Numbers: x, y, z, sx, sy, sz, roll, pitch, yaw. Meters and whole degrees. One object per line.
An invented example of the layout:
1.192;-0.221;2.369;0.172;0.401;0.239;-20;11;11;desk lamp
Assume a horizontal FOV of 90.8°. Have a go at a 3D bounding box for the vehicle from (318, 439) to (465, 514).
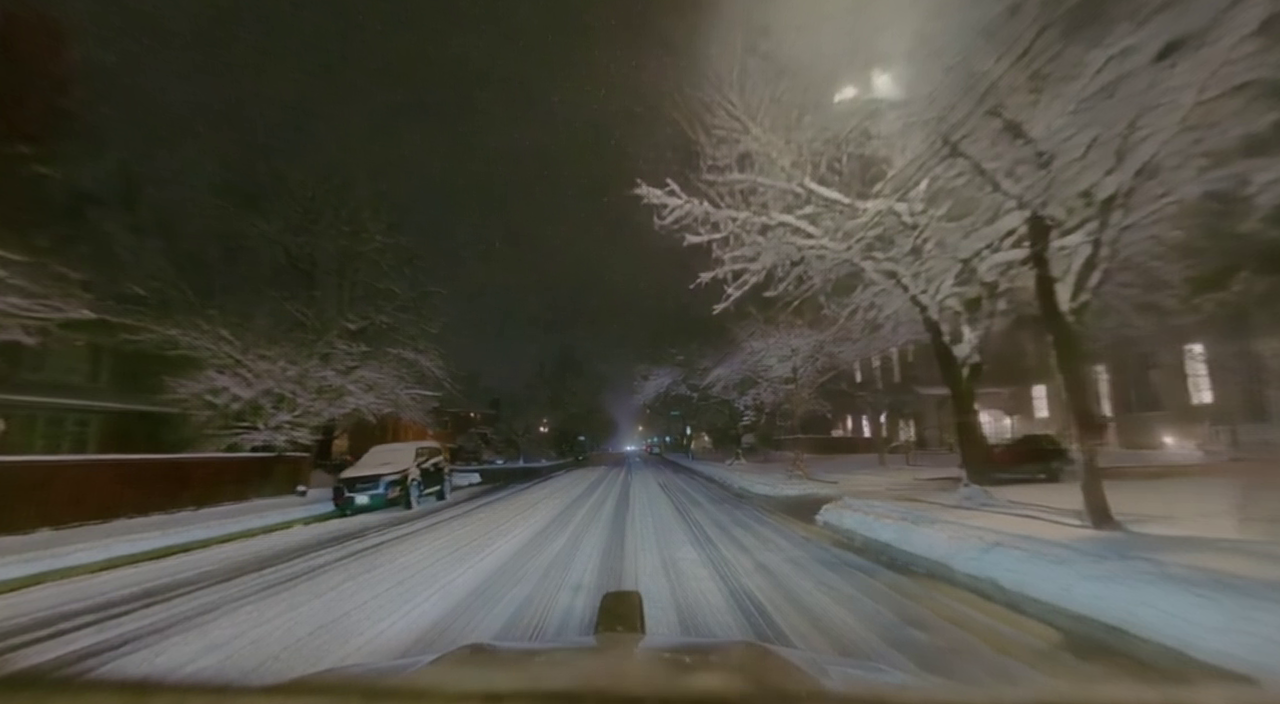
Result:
-6.563;3.349;17.491;2.078;1.745;5.119;0;-9;-1;vehicle
